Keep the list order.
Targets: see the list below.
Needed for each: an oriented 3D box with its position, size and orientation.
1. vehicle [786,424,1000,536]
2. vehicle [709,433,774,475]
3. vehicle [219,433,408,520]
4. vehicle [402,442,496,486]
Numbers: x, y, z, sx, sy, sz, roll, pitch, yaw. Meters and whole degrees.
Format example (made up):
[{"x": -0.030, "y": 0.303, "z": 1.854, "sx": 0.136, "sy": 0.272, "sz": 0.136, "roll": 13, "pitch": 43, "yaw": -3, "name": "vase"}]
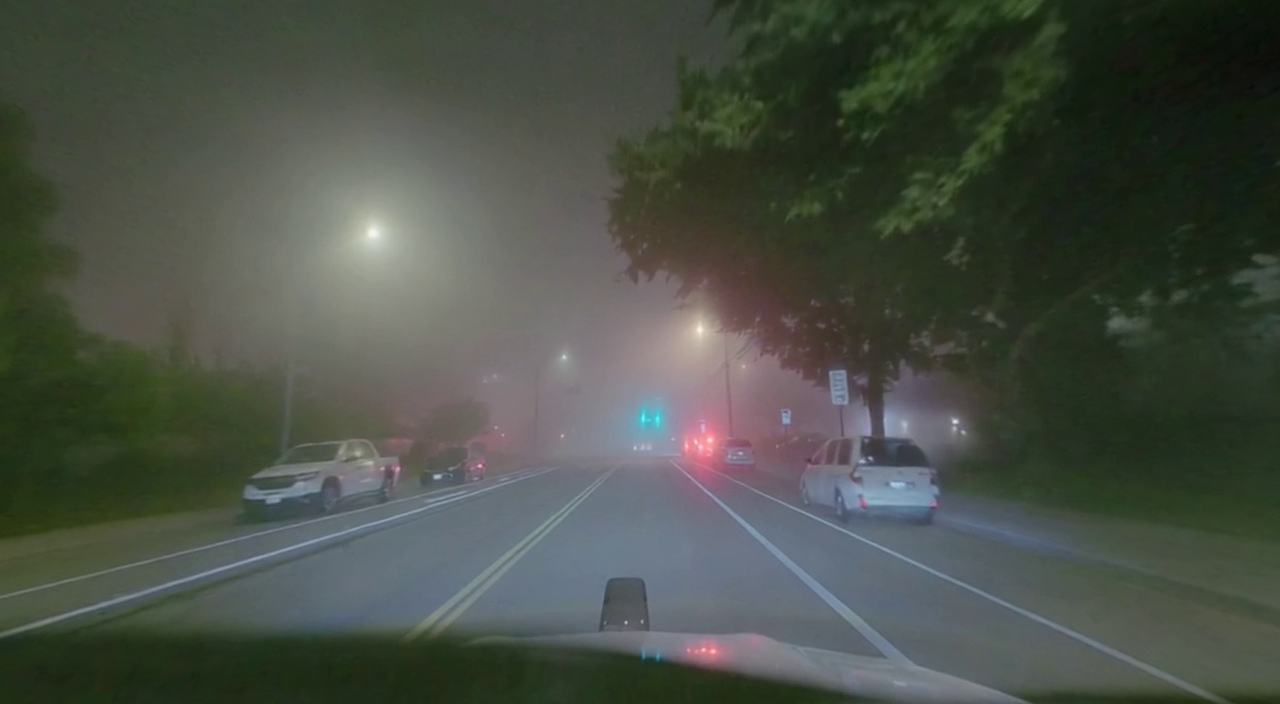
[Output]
[{"x": 4.499, "y": 2.358, "z": 12.322, "sx": 2.118, "sy": 1.701, "sz": 5.067, "roll": 0, "pitch": -8, "yaw": 0, "name": "vehicle"}, {"x": 4.808, "y": 4.930, "z": 30.669, "sx": 2.279, "sy": 1.829, "sz": 4.859, "roll": 0, "pitch": -9, "yaw": 0, "name": "vehicle"}, {"x": -7.377, "y": 2.826, "z": 14.884, "sx": 1.985, "sy": 1.714, "sz": 4.395, "roll": -1, "pitch": -8, "yaw": 2, "name": "vehicle"}, {"x": -7.073, "y": 4.197, "z": 23.907, "sx": 2.041, "sy": 1.489, "sz": 4.439, "roll": -1, "pitch": -8, "yaw": 2, "name": "vehicle"}]
